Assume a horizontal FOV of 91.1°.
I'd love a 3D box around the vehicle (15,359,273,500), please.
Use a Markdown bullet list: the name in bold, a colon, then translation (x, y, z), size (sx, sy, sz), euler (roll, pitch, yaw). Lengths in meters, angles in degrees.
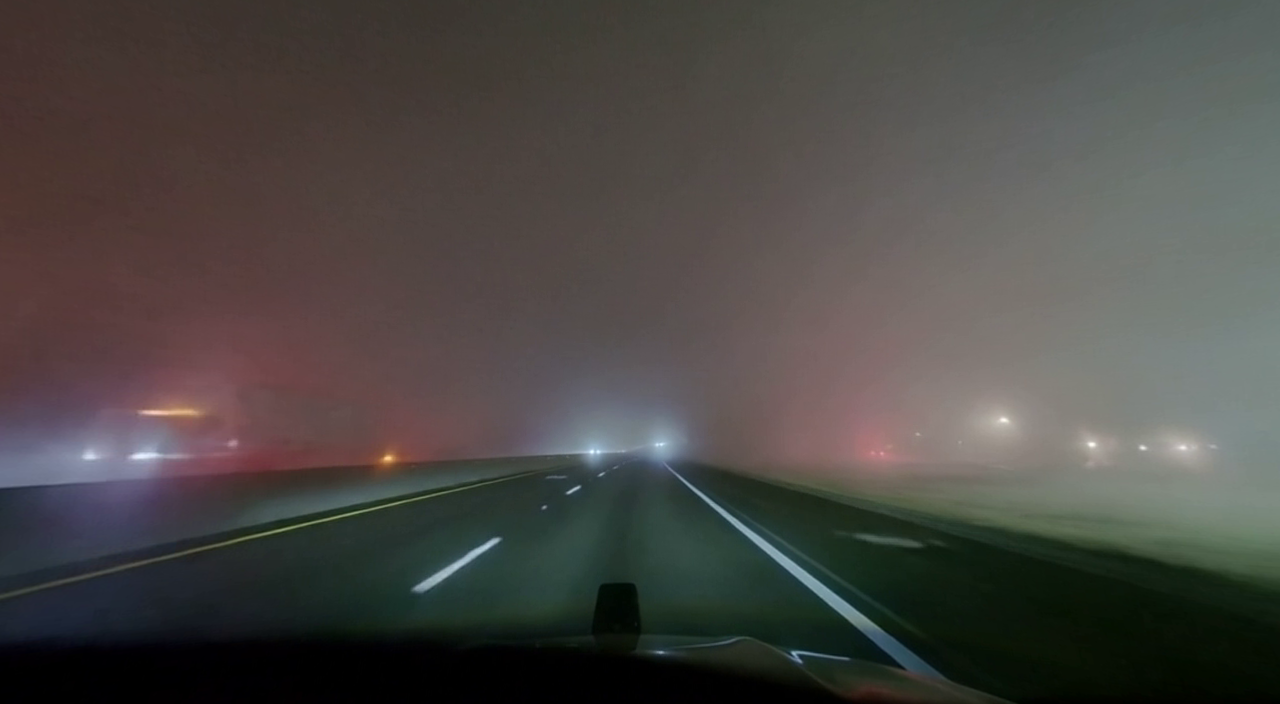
- **vehicle**: translation (-16.893, 2.826, 22.346), size (3.287, 4.193, 6.858), euler (0, -9, 0)
